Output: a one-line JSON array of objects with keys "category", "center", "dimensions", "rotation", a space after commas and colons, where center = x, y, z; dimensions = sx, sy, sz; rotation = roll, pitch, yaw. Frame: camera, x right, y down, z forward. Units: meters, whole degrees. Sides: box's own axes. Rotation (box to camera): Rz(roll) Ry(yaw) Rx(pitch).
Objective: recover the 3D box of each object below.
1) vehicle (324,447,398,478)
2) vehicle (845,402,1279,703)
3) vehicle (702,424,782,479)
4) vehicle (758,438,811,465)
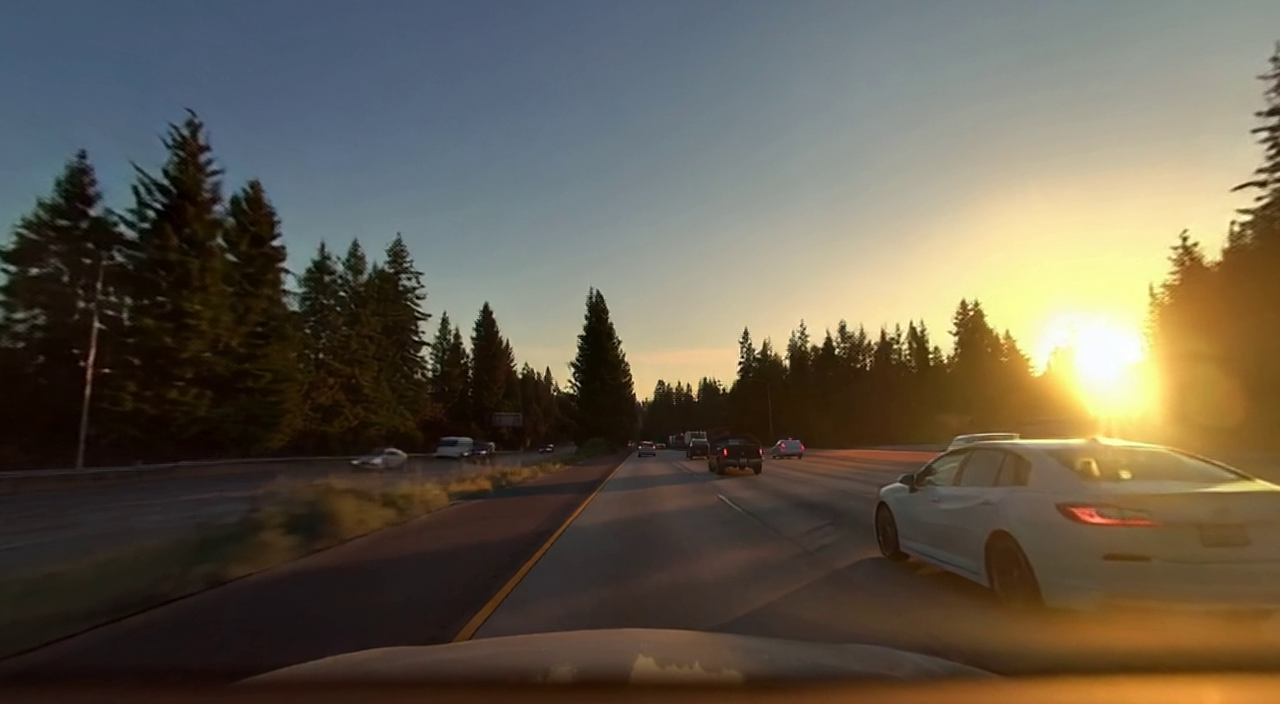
[{"category": "vehicle", "center": [-14.804, 5.841, 33.587], "dimensions": [1.867, 1.465, 4.482], "rotation": [-1, -8, 1]}, {"category": "vehicle", "center": [3.344, 1.269, 4.834], "dimensions": [1.904, 1.453, 4.789], "rotation": [0, -8, 0]}, {"category": "vehicle", "center": [3.821, 3.865, 24.641], "dimensions": [2.206, 1.902, 5.460], "rotation": [0, -8, 0]}, {"category": "vehicle", "center": [8.532, 5.914, 37.541], "dimensions": [2.002, 1.500, 4.715], "rotation": [0, -8, 0]}]
